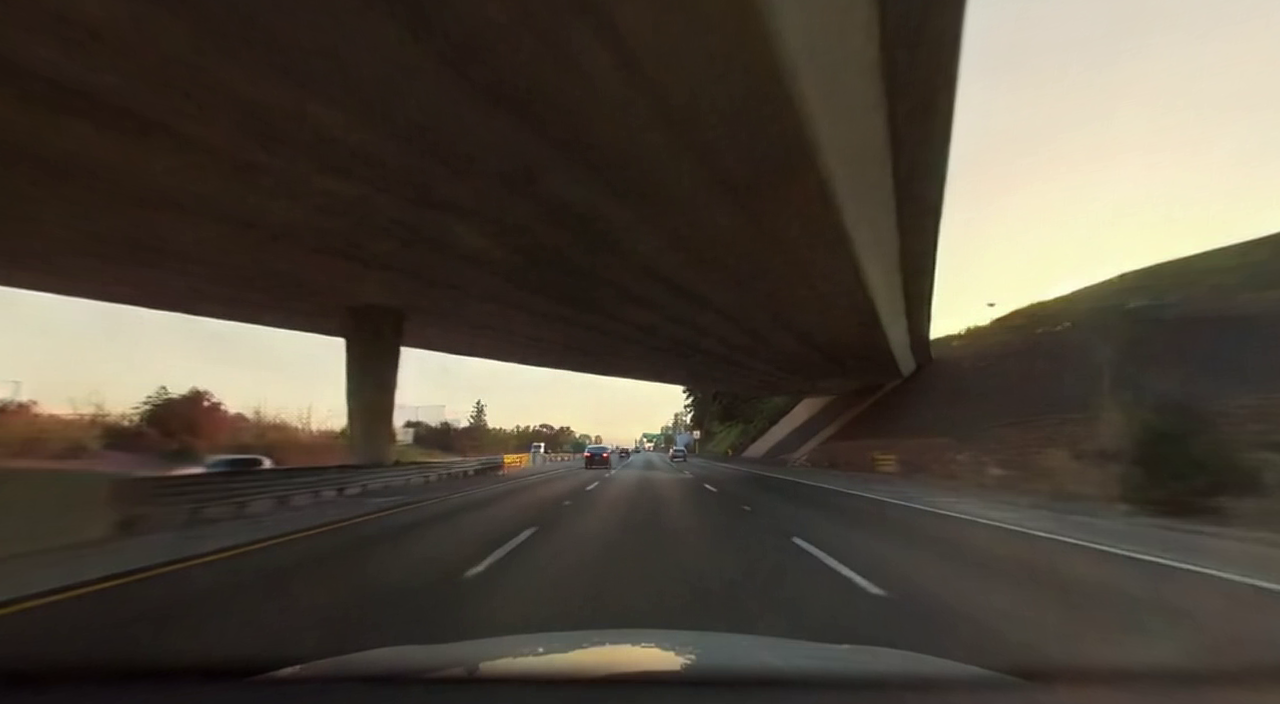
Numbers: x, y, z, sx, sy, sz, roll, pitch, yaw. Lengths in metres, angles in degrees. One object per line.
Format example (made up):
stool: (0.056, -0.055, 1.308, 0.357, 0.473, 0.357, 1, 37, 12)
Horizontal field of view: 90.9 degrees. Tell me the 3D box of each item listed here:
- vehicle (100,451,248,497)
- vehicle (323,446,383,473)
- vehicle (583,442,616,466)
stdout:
vehicle: (-16.448, 4.286, 22.604, 1.899, 1.438, 4.385, 0, -8, 1)
vehicle: (-19.667, 7.372, 43.402, 1.935, 1.717, 4.502, 0, -8, 0)
vehicle: (-3.100, 7.903, 49.100, 2.319, 1.738, 4.355, 0, -8, 0)
